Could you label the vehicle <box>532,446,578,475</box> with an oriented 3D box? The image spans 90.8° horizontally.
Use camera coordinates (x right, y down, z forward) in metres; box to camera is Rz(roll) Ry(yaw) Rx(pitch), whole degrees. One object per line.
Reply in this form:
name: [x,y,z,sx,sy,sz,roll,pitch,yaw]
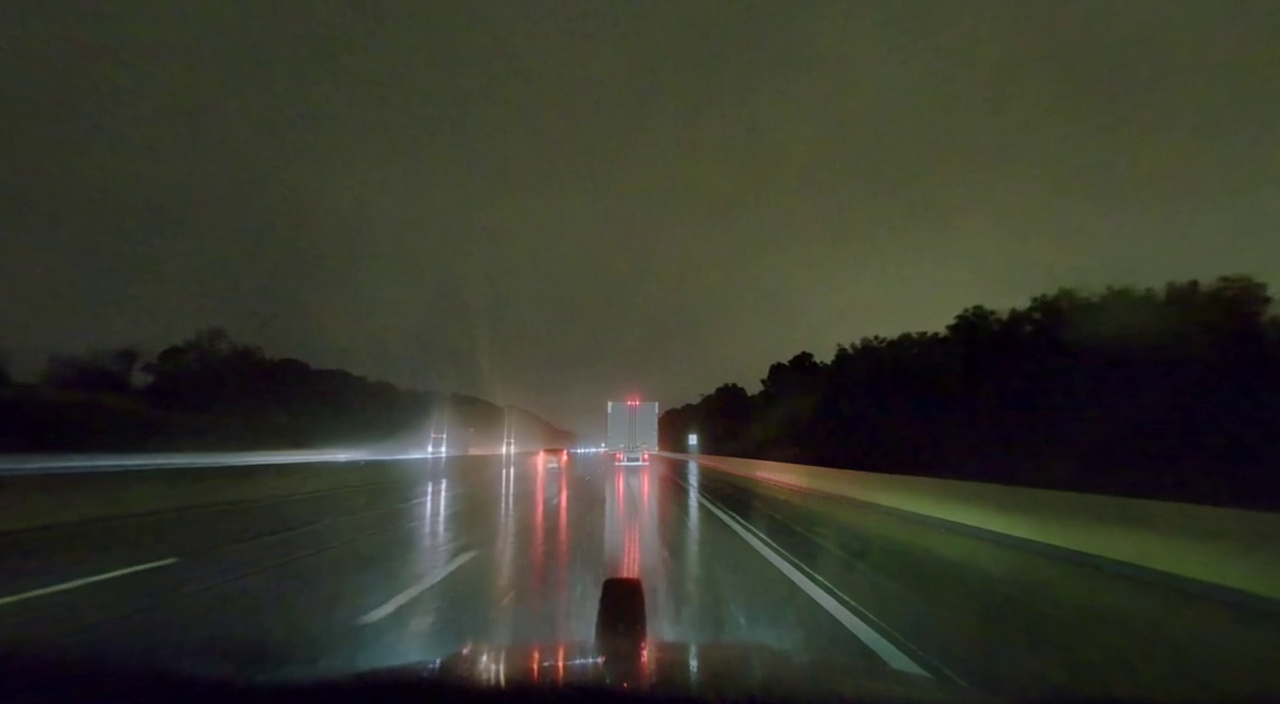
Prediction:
vehicle: [-4.654,5.974,35.109,1.892,1.471,5.047,0,-9,-1]
